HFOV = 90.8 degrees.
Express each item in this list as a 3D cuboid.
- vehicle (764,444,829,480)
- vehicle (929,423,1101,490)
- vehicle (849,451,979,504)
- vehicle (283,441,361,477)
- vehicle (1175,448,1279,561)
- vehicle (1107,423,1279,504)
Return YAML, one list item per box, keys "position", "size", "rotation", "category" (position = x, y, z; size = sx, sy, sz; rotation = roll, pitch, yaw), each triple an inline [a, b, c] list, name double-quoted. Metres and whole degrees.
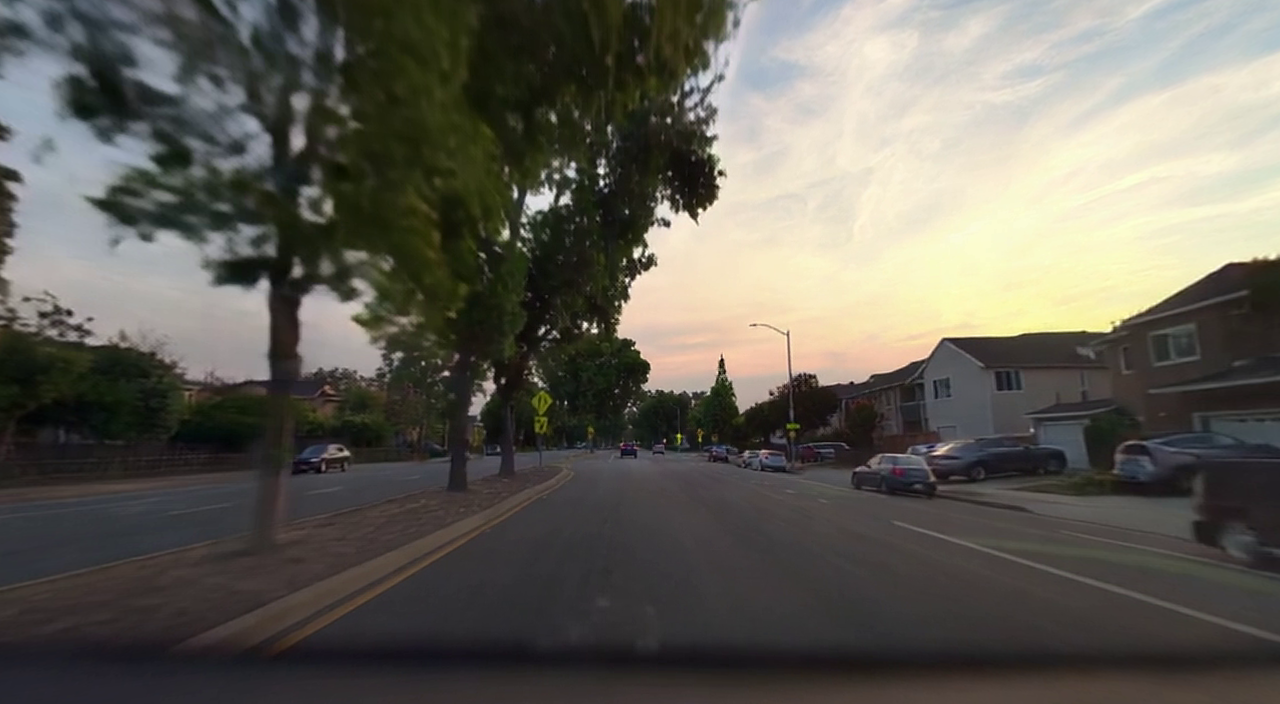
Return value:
- position: [8.458, 5.965, 34.713]
  size: [2.100, 1.821, 4.991]
  rotation: [0, -8, -2]
  category: "vehicle"
- position: [15.998, 4.429, 27.188]
  size: [5.911, 2.054, 2.167]
  rotation: [-6, -6, -2]
  category: "vehicle"
- position: [9.032, 4.140, 21.404]
  size: [2.009, 1.493, 4.983]
  rotation: [0, -8, -2]
  category: "vehicle"
- position: [-18.165, 6.085, 36.417]
  size: [2.016, 1.755, 5.389]
  rotation: [-3, -8, -4]
  category: "vehicle"
- position: [9.579, 2.013, 7.597]
  size: [2.034, 1.499, 5.008]
  rotation: [6, -9, 1]
  category: "vehicle"
- position: [17.182, 3.329, 19.228]
  size: [4.060, 1.792, 2.143]
  rotation: [-7, -7, -4]
  category: "vehicle"
